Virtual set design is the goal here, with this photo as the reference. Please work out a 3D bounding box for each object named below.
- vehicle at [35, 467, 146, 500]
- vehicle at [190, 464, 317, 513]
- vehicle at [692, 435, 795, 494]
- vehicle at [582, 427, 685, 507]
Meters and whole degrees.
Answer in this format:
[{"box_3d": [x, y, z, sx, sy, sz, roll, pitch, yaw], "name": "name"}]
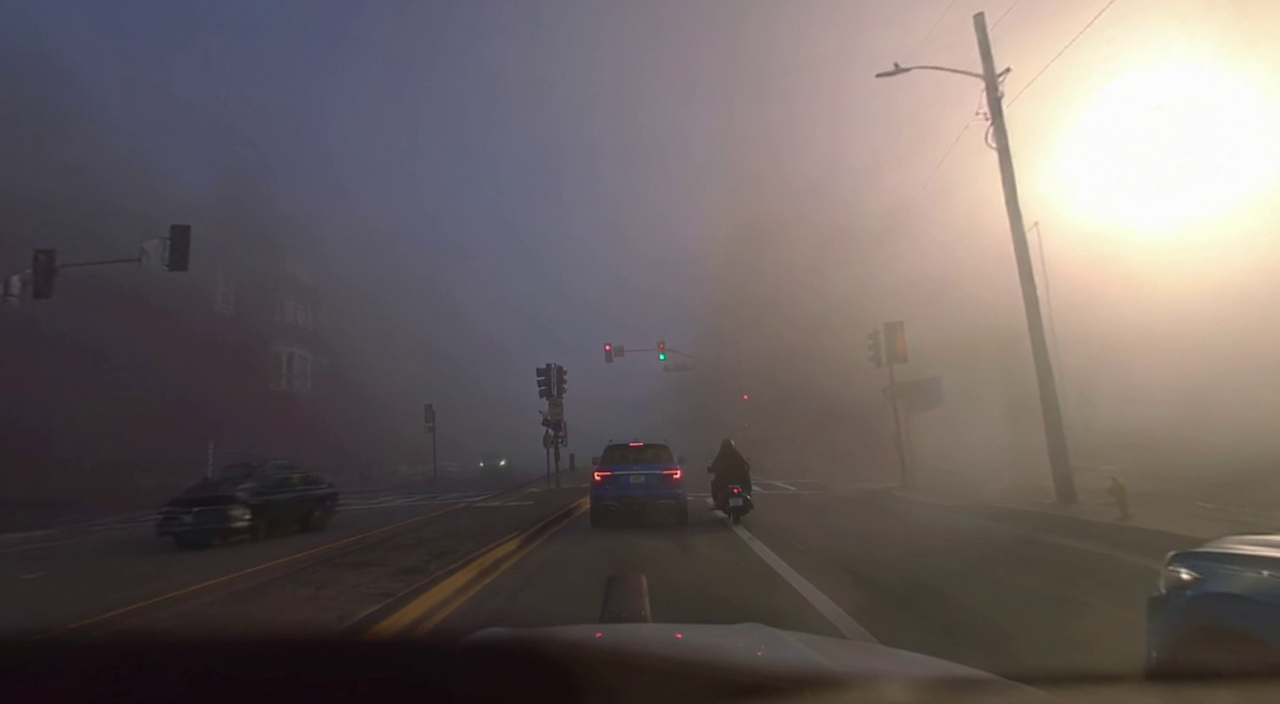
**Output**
[{"box_3d": [-30.909, 7.382, 35.571, 4.326, 1.694, 1.949, 0, -9, -1], "name": "vehicle"}, {"box_3d": [-14.475, 5.107, 24.039, 1.963, 1.492, 4.885, 0, -9, -3], "name": "vehicle"}, {"box_3d": [2.906, 3.285, 18.789, 2.101, 1.507, 4.355, 0, -9, -3], "name": "vehicle"}, {"box_3d": [-0.137, 2.866, 16.108, 2.265, 1.748, 4.130, 0, -9, 0], "name": "vehicle"}]
